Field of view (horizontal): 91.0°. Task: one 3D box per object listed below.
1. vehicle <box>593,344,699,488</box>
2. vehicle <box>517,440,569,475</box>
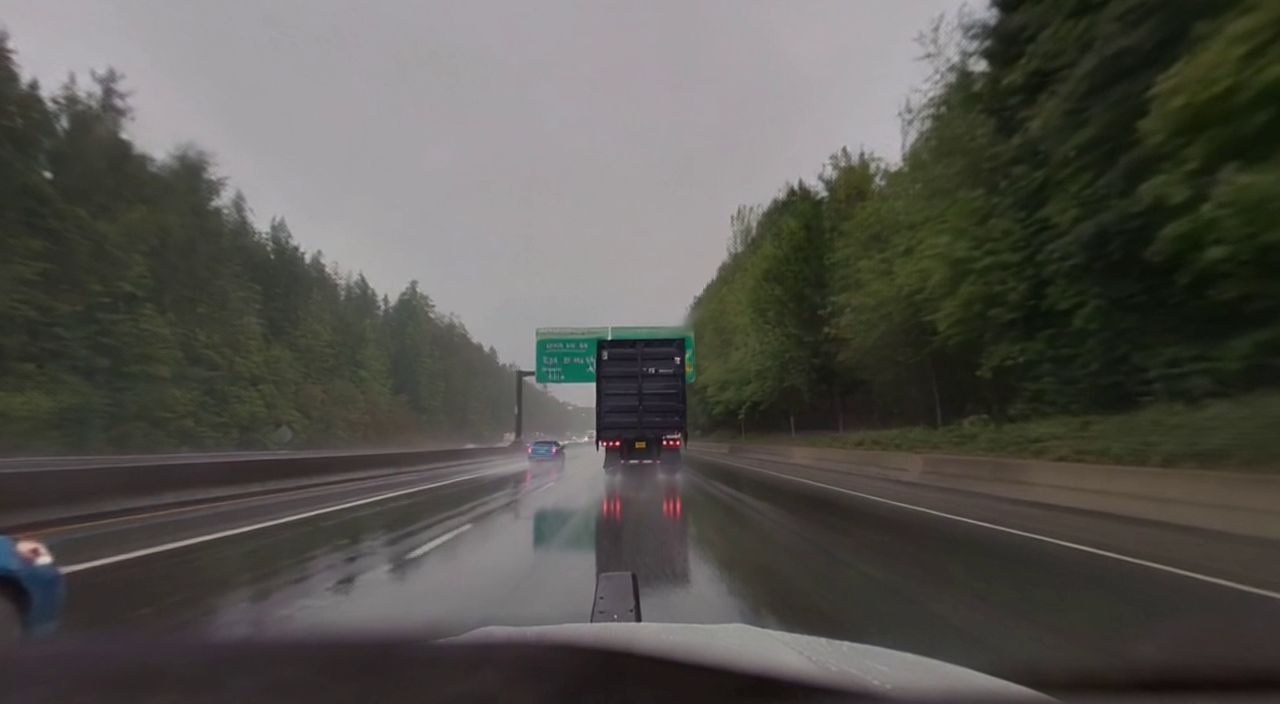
[{"bbox_3d":[0.067,2.592,23.739,3.073,4.196,10.546,0,-8,-1],"label":"vehicle"},{"bbox_3d":[-4.601,5.029,30.378,1.854,1.530,4.268,0,-8,0],"label":"vehicle"}]
